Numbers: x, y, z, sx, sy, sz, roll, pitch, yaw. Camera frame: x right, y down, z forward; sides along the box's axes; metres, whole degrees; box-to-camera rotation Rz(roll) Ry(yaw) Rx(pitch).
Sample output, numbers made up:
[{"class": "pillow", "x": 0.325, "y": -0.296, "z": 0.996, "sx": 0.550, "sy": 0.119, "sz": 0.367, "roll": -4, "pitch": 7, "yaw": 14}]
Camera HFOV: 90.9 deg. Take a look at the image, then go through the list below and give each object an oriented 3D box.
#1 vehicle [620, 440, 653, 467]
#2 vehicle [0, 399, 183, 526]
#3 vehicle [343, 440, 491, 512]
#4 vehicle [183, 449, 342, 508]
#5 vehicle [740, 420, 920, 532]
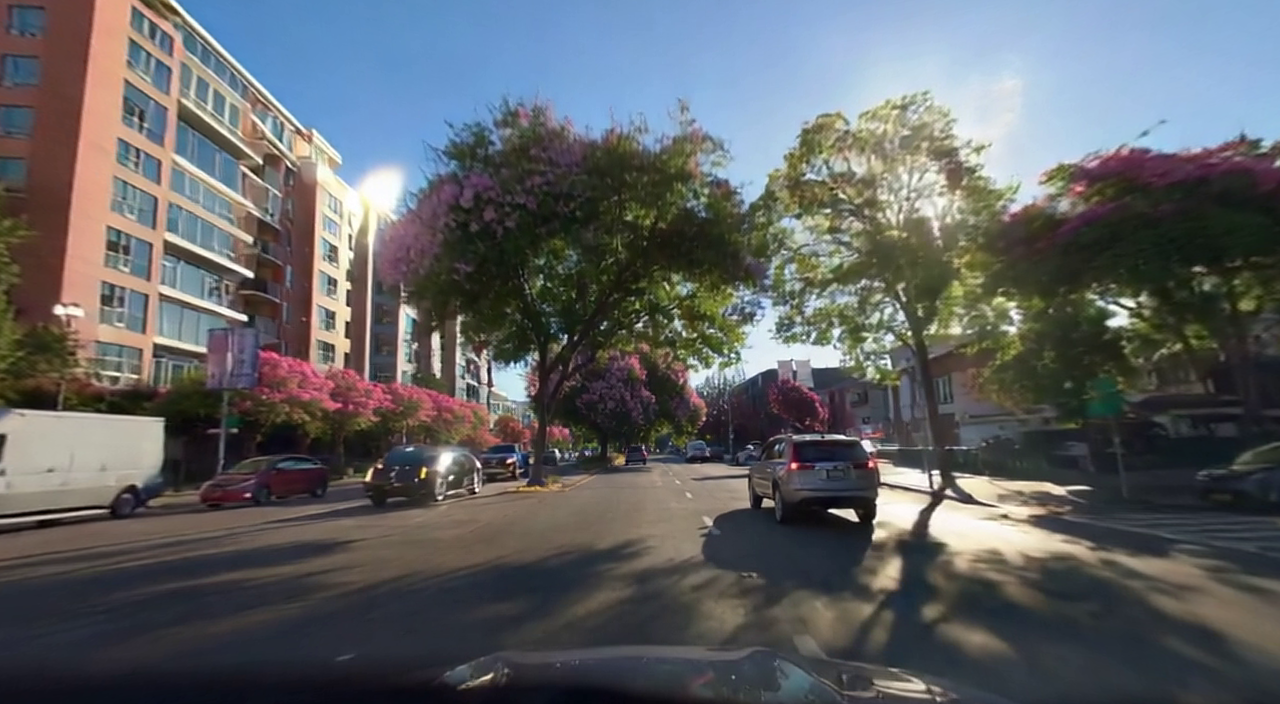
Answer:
[{"class": "vehicle", "x": -0.239, "y": 7.405, "z": 46.167, "sx": 2.244, "sy": 1.813, "sz": 4.129, "roll": 0, "pitch": -8, "yaw": 0}, {"class": "vehicle", "x": -16.142, "y": 2.903, "z": 16.870, "sx": 2.449, "sy": 2.924, "sz": 6.859, "roll": 0, "pitch": -8, "yaw": 1}, {"class": "vehicle", "x": -5.592, "y": 3.119, "z": 16.546, "sx": 2.012, "sy": 1.501, "sz": 4.626, "roll": -2, "pitch": -7, "yaw": 3}, {"class": "vehicle", "x": -11.353, "y": 3.780, "z": 19.435, "sx": 1.932, "sy": 1.521, "sz": 4.738, "roll": 0, "pitch": -8, "yaw": 1}, {"class": "vehicle", "x": 3.365, "y": 2.290, "z": 12.291, "sx": 2.071, "sy": 1.747, "sz": 4.549, "roll": 0, "pitch": -8, "yaw": 0}]
